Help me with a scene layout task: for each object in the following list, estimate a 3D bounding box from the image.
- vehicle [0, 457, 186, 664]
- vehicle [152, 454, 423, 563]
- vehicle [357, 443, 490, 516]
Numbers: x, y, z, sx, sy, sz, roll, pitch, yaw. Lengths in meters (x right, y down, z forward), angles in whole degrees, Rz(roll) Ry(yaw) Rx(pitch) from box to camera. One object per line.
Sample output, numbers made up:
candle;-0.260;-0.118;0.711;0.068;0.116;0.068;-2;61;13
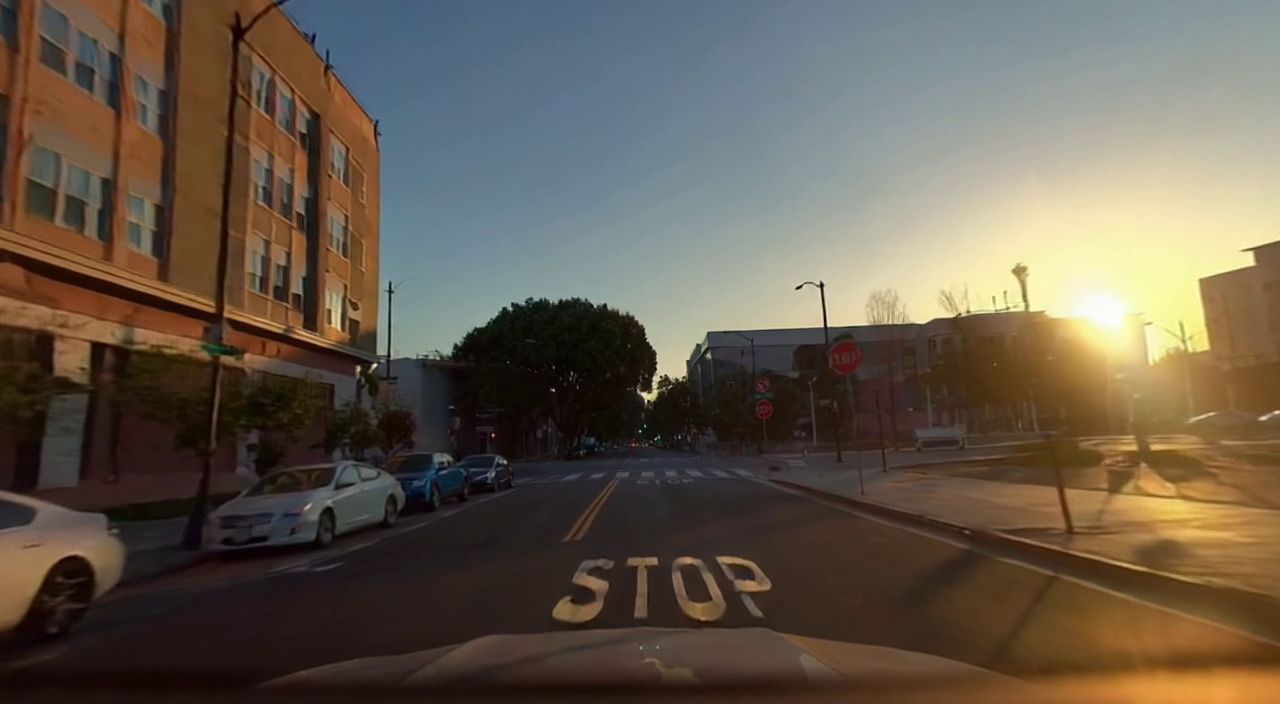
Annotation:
vehicle;-5.619;1.508;4.299;1.834;1.463;4.337;0;-8;-1
vehicle;-5.683;2.544;11.062;2.131;1.407;4.547;0;-8;0
vehicle;-5.492;3.243;16.686;1.901;1.631;4.570;0;-8;0
